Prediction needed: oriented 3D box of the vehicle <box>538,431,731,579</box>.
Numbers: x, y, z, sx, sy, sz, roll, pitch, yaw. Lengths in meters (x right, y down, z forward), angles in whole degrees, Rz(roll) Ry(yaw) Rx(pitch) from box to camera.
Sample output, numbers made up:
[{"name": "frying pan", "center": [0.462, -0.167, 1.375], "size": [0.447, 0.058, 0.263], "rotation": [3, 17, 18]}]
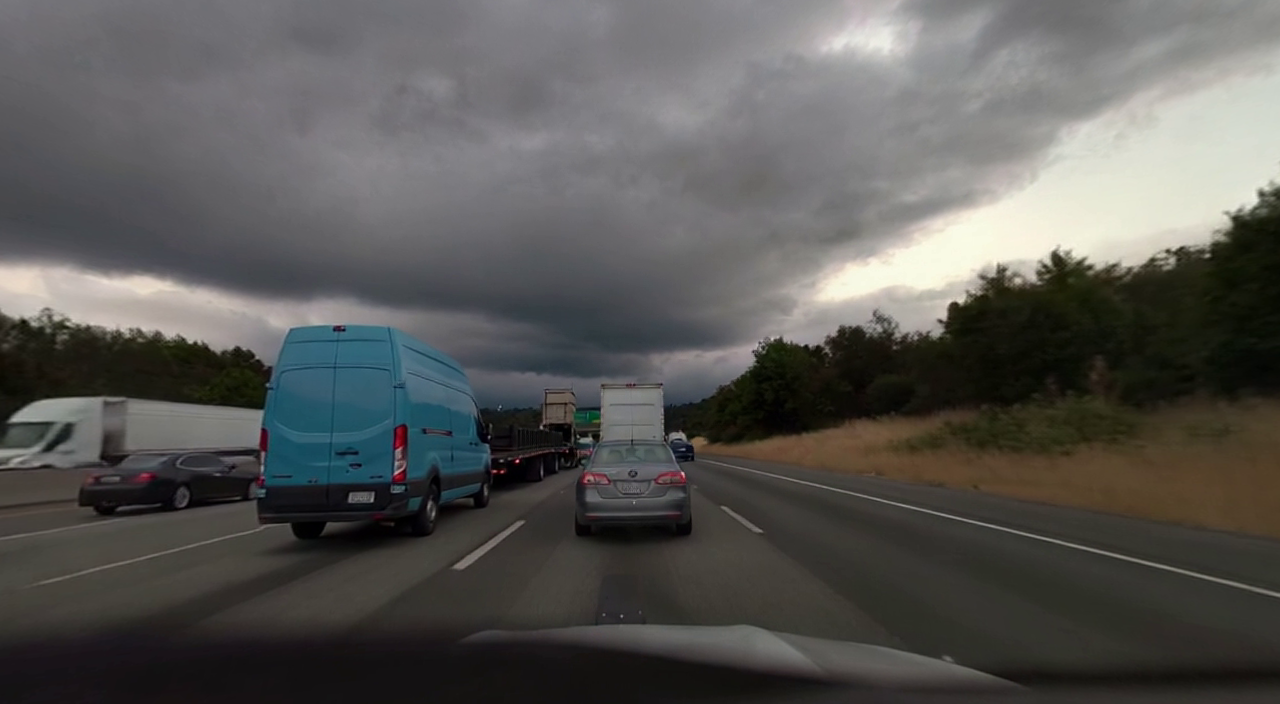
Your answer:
[{"name": "vehicle", "center": [-0.086, 1.855, 8.296], "size": [1.995, 1.495, 3.380], "rotation": [0, -9, -1]}]

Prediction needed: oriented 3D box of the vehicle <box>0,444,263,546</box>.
[{"name": "vehicle", "center": [-8.887, 2.422, 11.329], "size": [1.797, 1.466, 3.924], "rotation": [0, -9, 0]}]

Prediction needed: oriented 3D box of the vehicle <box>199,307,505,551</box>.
[{"name": "vehicle", "center": [-4.079, 1.383, 10.814], "size": [2.254, 2.879, 6.656], "rotation": [0, -9, -2]}]
